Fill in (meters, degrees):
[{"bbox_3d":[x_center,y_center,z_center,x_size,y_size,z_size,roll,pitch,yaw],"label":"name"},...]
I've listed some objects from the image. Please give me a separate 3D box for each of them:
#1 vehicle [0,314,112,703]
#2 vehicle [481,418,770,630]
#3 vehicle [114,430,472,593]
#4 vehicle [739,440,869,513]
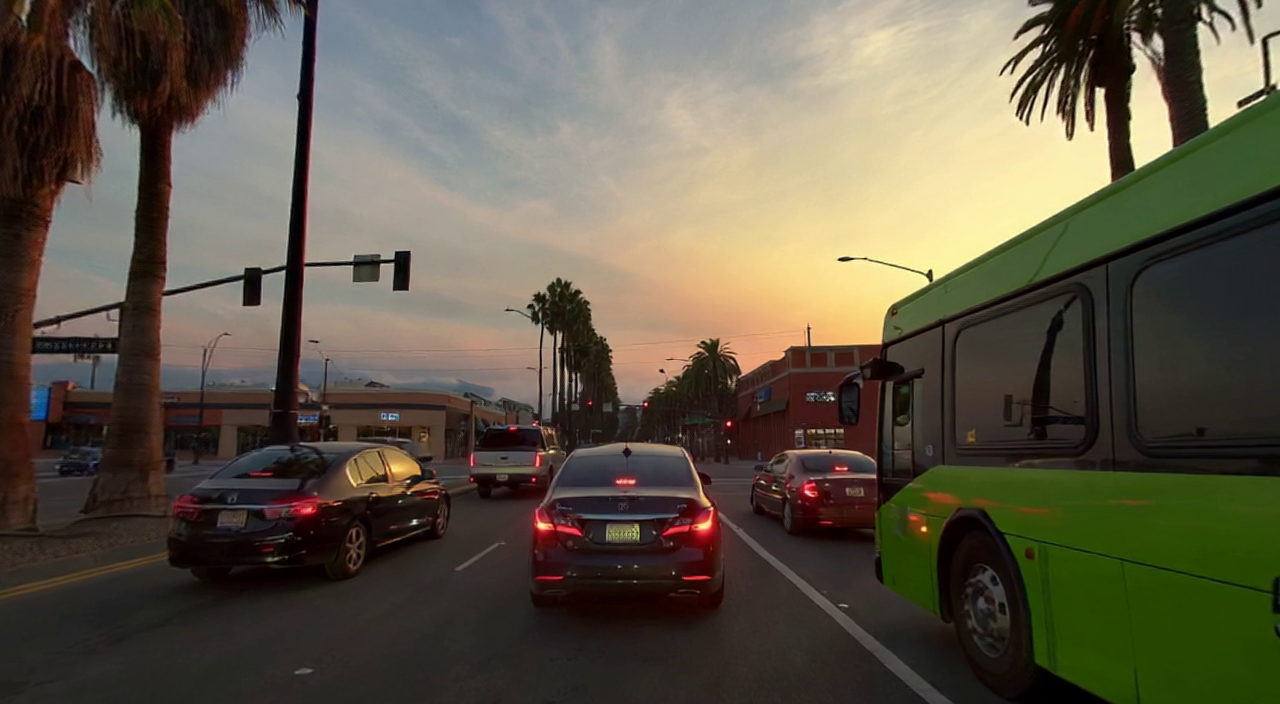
[{"bbox_3d":[-3.569,0.468,0.338,2.145,1.824,4.974,0,-9,2],"label":"vehicle"},{"bbox_3d":[-0.113,1.521,6.503,2.060,1.499,3.831,0,-9,0],"label":"vehicle"},{"bbox_3d":[-3.628,1.721,7.705,1.919,1.415,4.178,0,-9,1],"label":"vehicle"},{"bbox_3d":[3.704,2.879,15.168,1.989,1.467,4.364,0,-9,1],"label":"vehicle"}]
